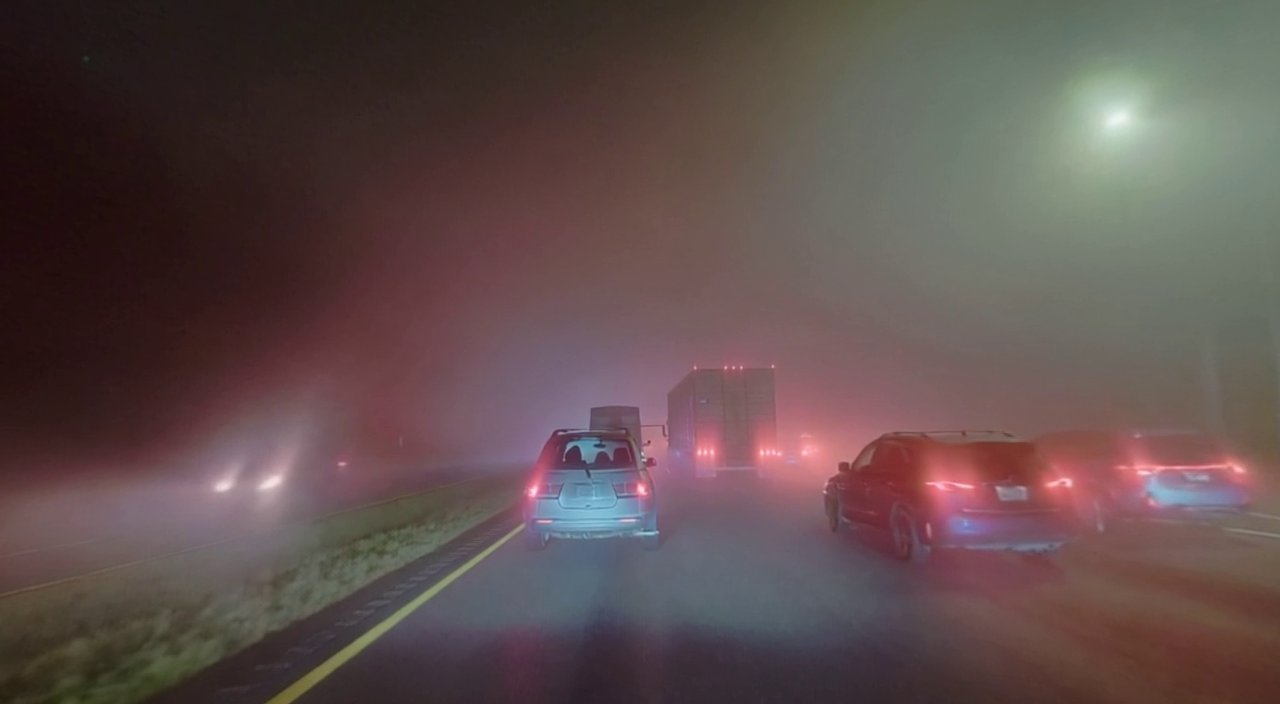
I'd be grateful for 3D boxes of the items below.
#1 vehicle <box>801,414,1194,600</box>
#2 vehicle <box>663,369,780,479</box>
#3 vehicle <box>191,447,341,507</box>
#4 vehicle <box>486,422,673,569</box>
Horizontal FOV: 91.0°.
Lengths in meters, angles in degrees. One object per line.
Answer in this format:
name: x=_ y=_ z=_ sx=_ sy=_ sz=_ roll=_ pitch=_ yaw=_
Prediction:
vehicle: x=3.576 y=1.627 z=7.622 sx=1.960 sy=1.515 sz=4.713 roll=0 pitch=-8 yaw=0
vehicle: x=3.501 y=3.989 z=33.139 sx=3.591 sy=4.290 sz=16.696 roll=0 pitch=-8 yaw=-1
vehicle: x=-11.450 y=3.799 z=19.697 sx=2.029 sy=1.617 sz=4.260 roll=0 pitch=-8 yaw=1
vehicle: x=-0.706 y=1.842 z=8.854 sx=2.009 sy=1.554 sz=4.013 roll=0 pitch=-8 yaw=-2
